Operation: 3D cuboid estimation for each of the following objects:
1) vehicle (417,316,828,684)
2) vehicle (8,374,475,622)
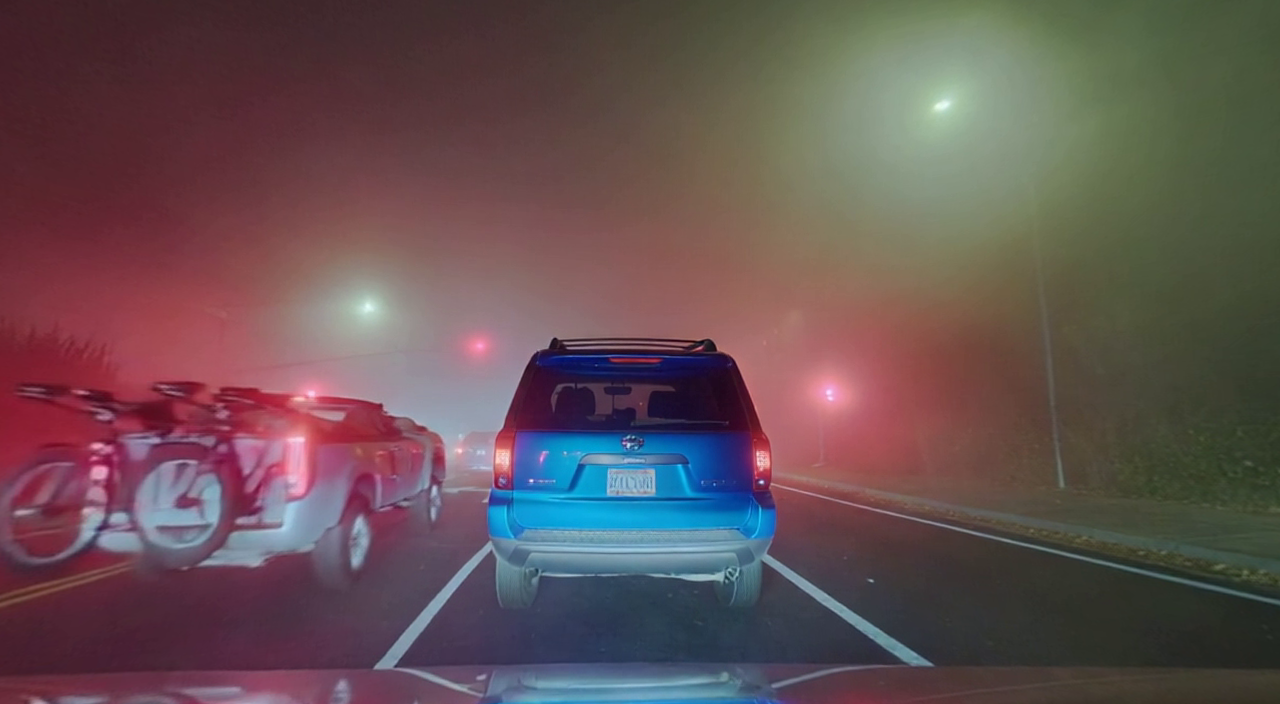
[{"bbox_3d":[-0.226,1.158,5.993,2.333,2.087,4.586,0,-8,-4],"label":"vehicle"},{"bbox_3d":[-3.721,1.503,7.588,2.337,1.858,5.409,0,-8,-4],"label":"vehicle"}]
